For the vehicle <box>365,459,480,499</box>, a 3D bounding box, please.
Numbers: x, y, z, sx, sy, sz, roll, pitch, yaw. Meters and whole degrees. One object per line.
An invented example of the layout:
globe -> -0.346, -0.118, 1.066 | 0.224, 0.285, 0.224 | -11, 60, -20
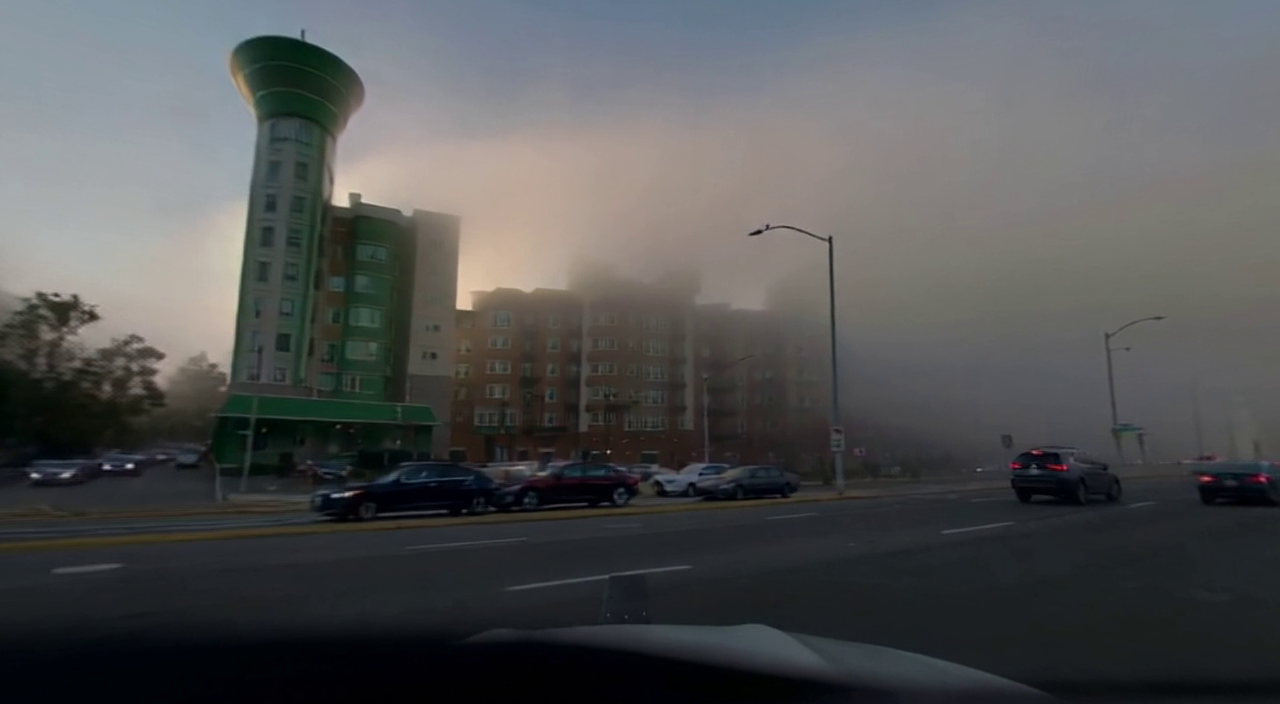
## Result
vehicle -> -11.065, 6.431, 32.266 | 5.127, 1.803, 2.011 | 6, -11, -35

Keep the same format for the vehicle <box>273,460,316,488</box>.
vehicle -> -20.389, 7.128, 37.084 | 1.845, 1.509, 3.855 | 5, -10, -32

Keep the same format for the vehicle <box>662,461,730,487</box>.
vehicle -> 3.908, 8.467, 43.826 | 4.604, 1.600, 1.875 | 7, -11, -37

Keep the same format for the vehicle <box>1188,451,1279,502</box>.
vehicle -> 19.854, 3.932, 20.310 | 4.710, 1.444, 2.041 | 6, -11, -34

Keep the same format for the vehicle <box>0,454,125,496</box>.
vehicle -> -29.569, 6.181, 31.934 | 4.920, 1.956, 1.865 | 2, -9, -12

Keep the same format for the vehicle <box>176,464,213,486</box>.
vehicle -> -33.520, 9.261, 47.522 | 1.985, 1.453, 4.100 | 5, -10, -32

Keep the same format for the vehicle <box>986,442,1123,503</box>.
vehicle -> 13.001, 3.691, 19.690 | 4.284, 1.692, 2.031 | 6, -11, -35

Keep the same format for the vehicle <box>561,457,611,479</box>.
vehicle -> -4.138, 8.762, 47.784 | 2.133, 1.494, 4.108 | 5, -10, -32

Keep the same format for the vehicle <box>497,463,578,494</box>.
vehicle -> -5.846, 7.211, 36.272 | 4.215, 1.575, 1.884 | 7, -11, -38
